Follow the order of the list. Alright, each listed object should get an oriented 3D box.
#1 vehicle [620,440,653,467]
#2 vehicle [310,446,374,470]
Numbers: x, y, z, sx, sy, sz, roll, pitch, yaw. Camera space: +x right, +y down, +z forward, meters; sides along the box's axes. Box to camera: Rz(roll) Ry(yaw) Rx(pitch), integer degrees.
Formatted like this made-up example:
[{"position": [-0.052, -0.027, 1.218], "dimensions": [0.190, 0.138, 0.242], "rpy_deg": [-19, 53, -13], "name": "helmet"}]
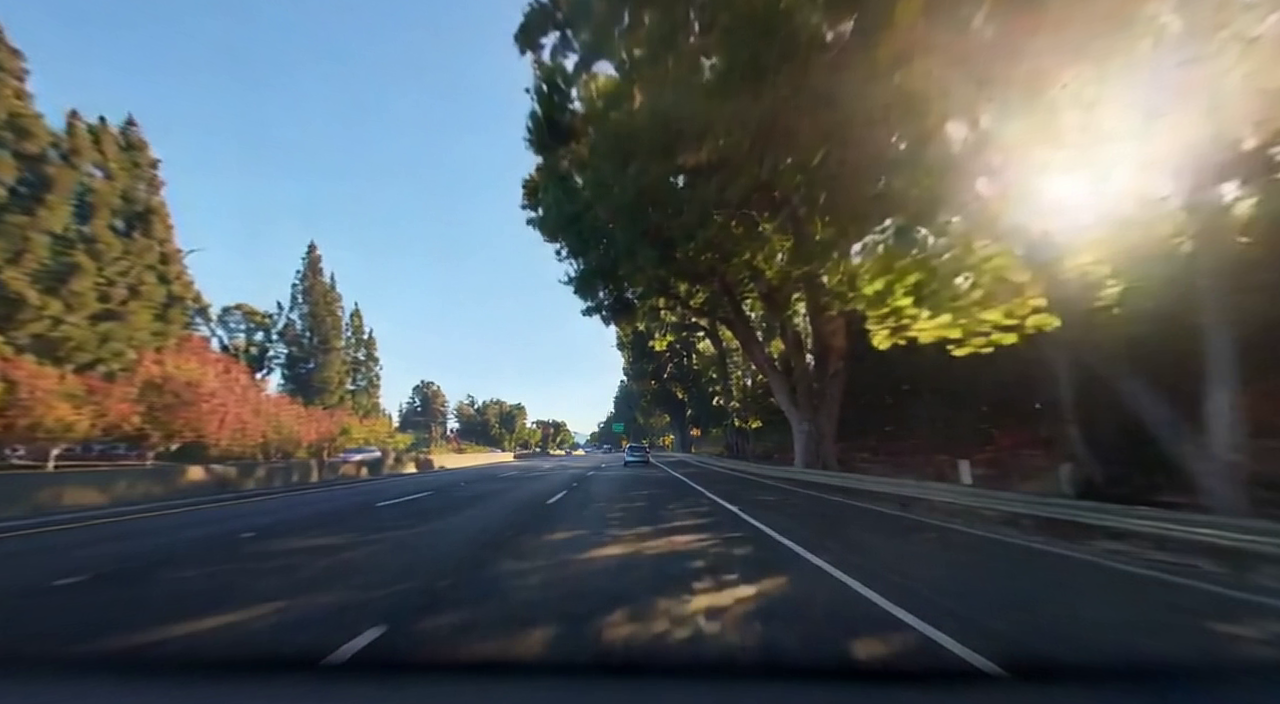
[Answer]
[{"position": [-0.231, 6.815, 42.475], "dimensions": [2.120, 1.715, 4.153], "rpy_deg": [0, -9, -1], "name": "vehicle"}, {"position": [-20.102, 7.163, 42.661], "dimensions": [2.024, 1.483, 4.685], "rpy_deg": [0, -9, 0], "name": "vehicle"}]
